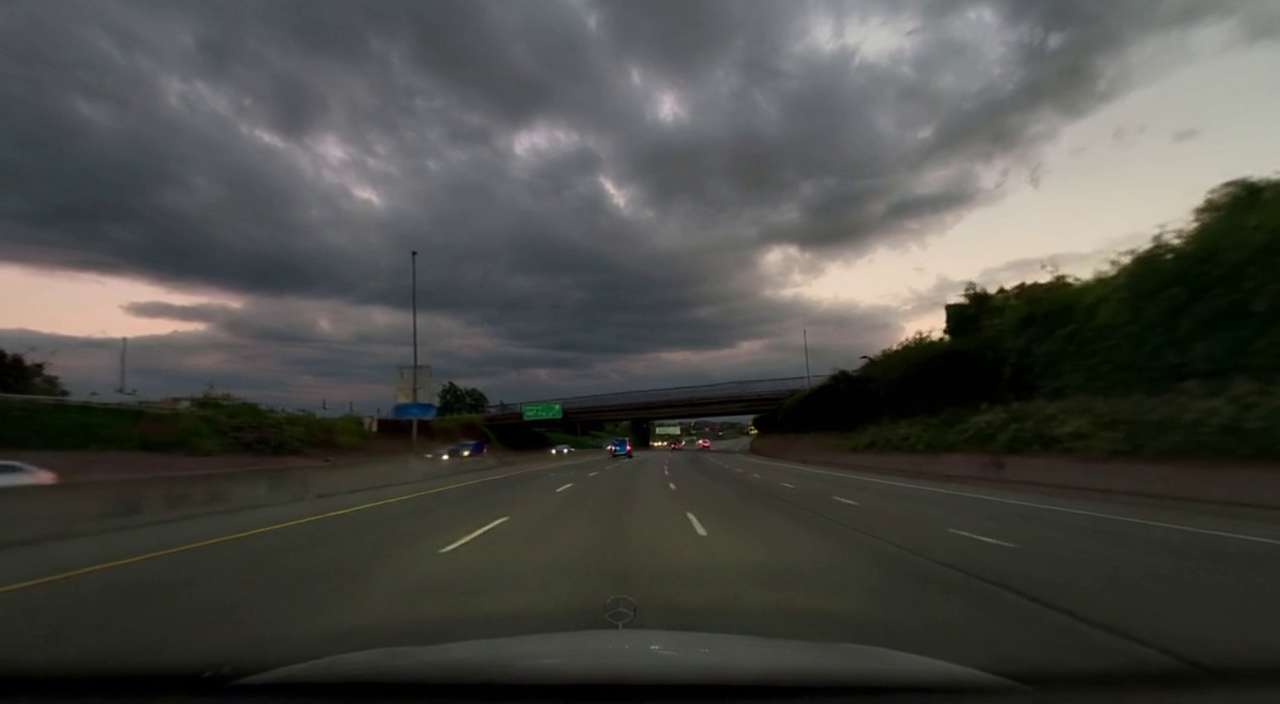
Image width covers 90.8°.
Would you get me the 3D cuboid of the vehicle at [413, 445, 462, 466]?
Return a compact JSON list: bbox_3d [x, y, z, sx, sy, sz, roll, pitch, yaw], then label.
[{"bbox_3d":[-15.805,8.055,49.522,1.978,1.510,4.771,-1,-8,4],"label":"vehicle"}]
